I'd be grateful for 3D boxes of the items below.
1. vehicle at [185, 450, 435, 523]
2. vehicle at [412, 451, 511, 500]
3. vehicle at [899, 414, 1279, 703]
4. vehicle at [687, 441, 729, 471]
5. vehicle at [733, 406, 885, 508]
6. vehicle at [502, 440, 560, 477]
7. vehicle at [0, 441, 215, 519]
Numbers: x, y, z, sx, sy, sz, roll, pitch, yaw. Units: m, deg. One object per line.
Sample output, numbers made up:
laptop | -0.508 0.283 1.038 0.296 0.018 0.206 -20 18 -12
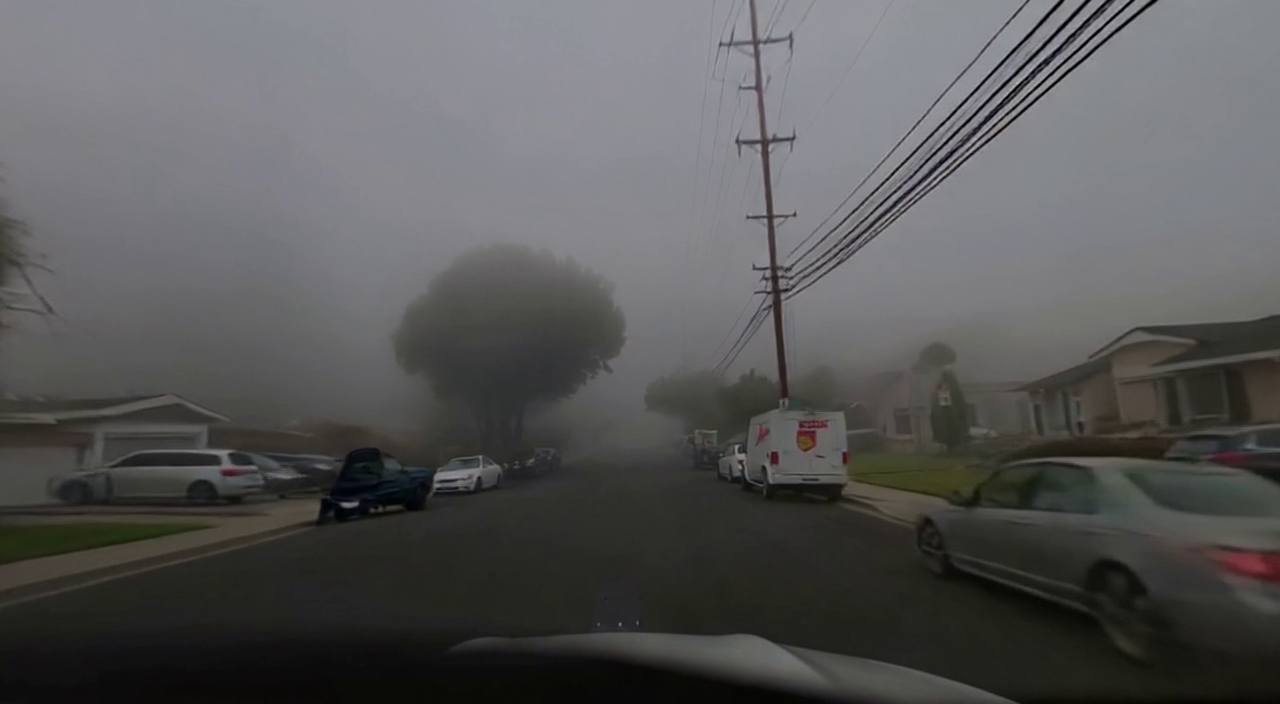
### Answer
vehicle | -7.739 3.176 15.212 4.935 1.454 1.900 -1 -8 -5
vehicle | -6.122 4.270 22.247 2.048 1.438 4.728 -2 -9 1
vehicle | 3.678 1.272 4.445 1.876 1.458 4.468 0 -9 1
vehicle | 3.800 5.891 35.832 1.848 1.550 4.054 0 -9 -1
vehicle | 4.023 2.671 16.244 2.396 2.164 5.381 0 -9 0
vehicle | -6.116 6.072 36.075 2.322 1.913 5.582 0 -9 0
vehicle | -13.270 3.041 15.184 4.528 1.713 1.947 0 -9 -1
